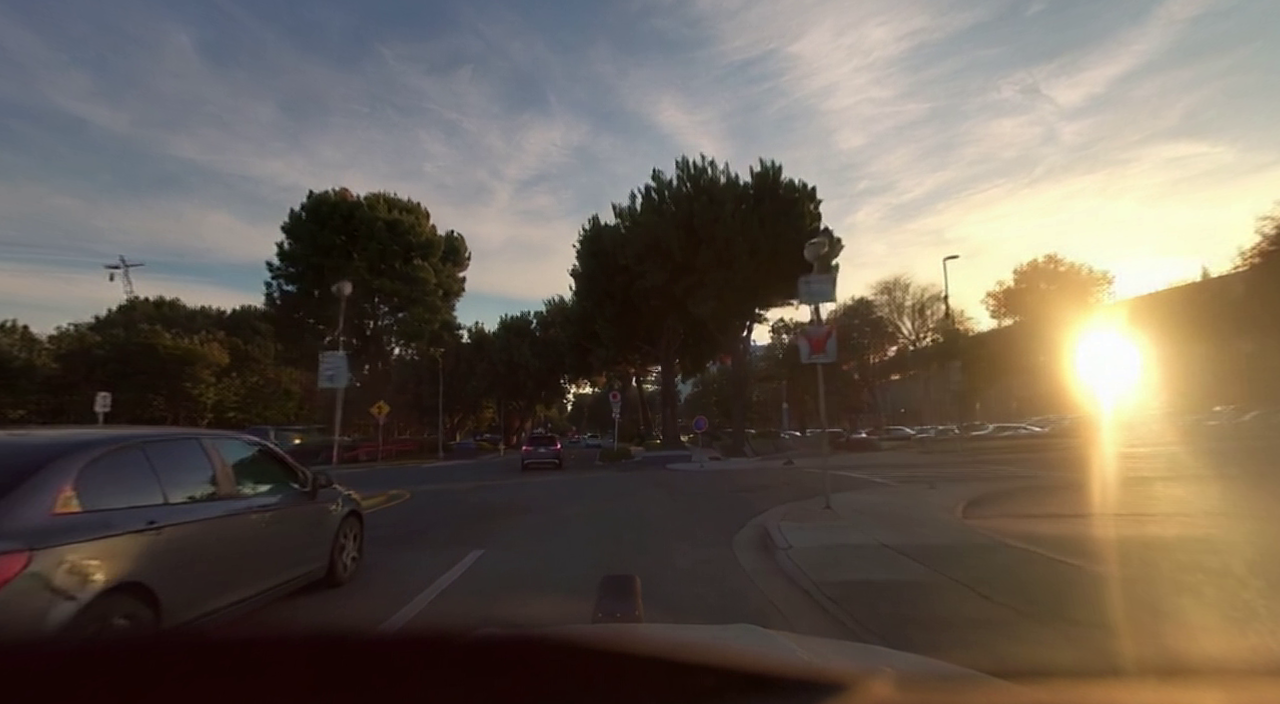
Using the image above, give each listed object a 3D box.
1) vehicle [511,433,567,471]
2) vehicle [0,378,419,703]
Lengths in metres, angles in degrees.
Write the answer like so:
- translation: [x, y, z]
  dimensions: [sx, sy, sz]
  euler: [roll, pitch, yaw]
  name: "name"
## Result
- translation: [-4.129, 4.144, 26.325]
  dimensions: [1.962, 1.424, 4.289]
  euler: [1, -8, -5]
  name: "vehicle"
- translation: [-3.025, 1.047, 3.685]
  dimensions: [1.853, 1.478, 4.381]
  euler: [0, -8, 0]
  name: "vehicle"
